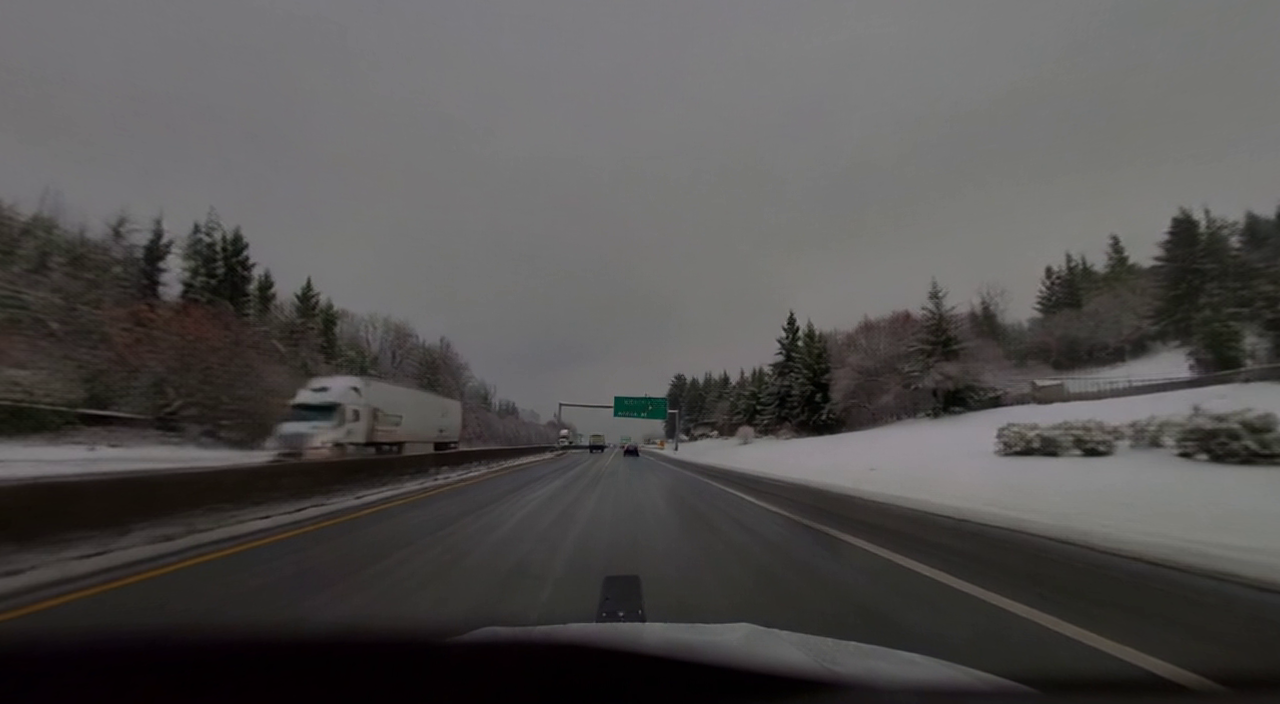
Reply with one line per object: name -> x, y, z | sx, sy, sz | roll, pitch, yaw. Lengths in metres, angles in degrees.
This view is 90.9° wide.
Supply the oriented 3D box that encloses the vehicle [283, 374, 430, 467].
vehicle -> -14.253, 3.752, 33.064 | 3.011, 4.064, 10.418 | 0, -8, -2
